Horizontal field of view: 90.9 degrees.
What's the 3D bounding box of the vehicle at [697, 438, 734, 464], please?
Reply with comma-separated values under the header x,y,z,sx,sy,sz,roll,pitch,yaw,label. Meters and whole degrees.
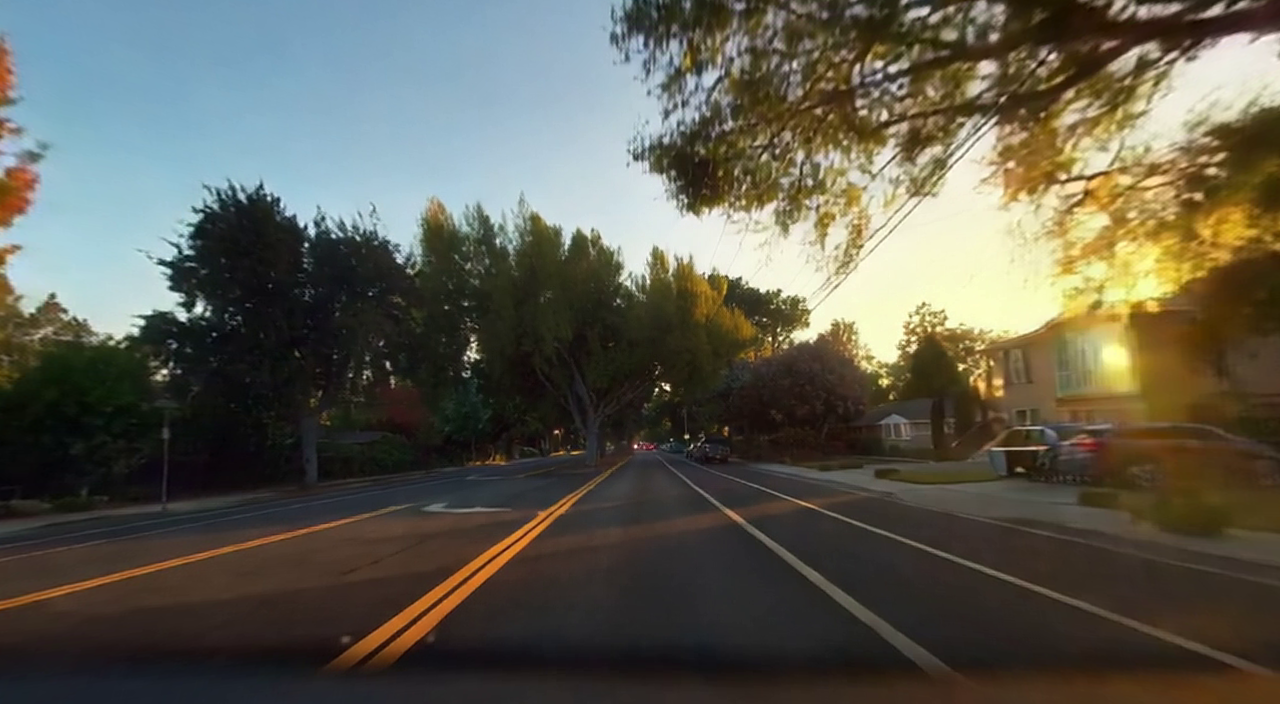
x,y,z,sx,sy,sz,roll,pitch,yaw,label
5.552,7.343,46.874,2.160,1.800,4.646,0,-8,-1,vehicle
